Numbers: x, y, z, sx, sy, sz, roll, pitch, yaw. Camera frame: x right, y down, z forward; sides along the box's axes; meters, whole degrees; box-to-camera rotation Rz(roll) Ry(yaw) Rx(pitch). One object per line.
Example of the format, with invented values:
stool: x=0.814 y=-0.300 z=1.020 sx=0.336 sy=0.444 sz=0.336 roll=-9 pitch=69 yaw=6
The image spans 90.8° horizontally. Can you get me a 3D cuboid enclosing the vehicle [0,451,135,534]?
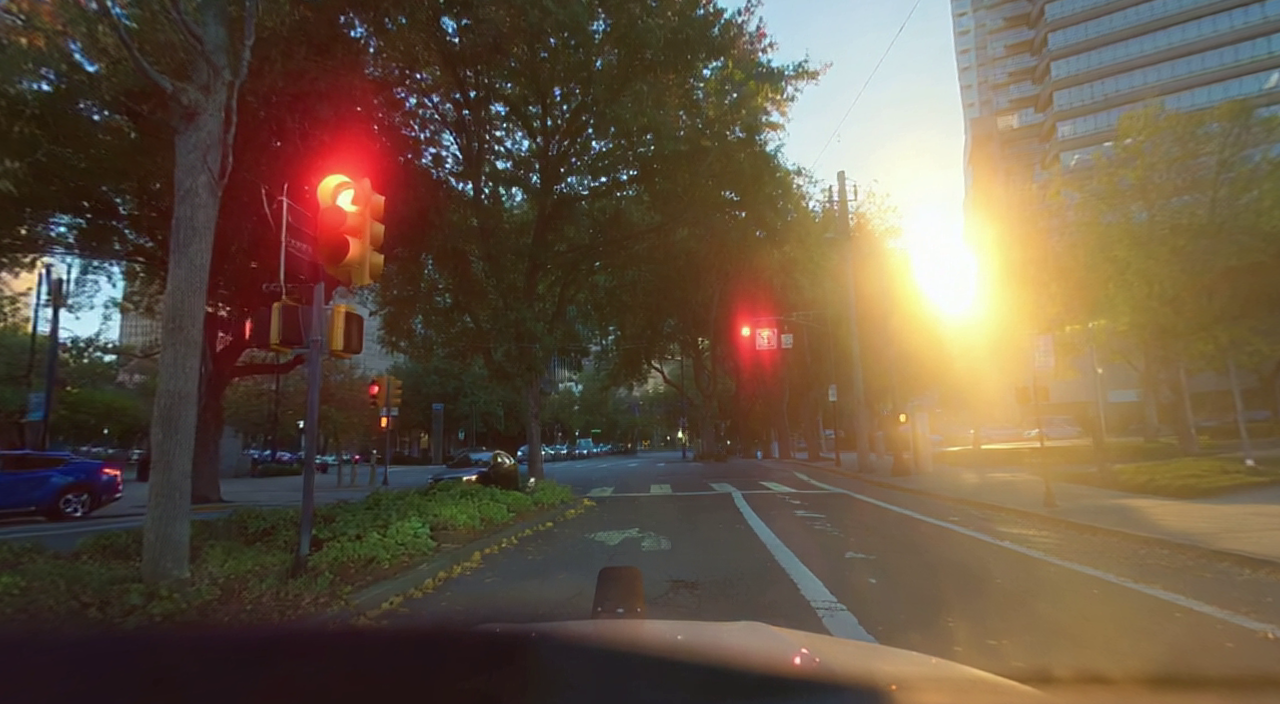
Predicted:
vehicle: x=-12.880 y=2.713 z=12.286 sx=4.598 sy=1.490 sz=1.816 roll=7 pitch=-11 yaw=-40

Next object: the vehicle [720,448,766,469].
vehicle: x=7.840 y=8.117 z=48.420 sx=1.829 sy=1.440 sz=4.384 roll=2 pitch=-9 yaw=-14
